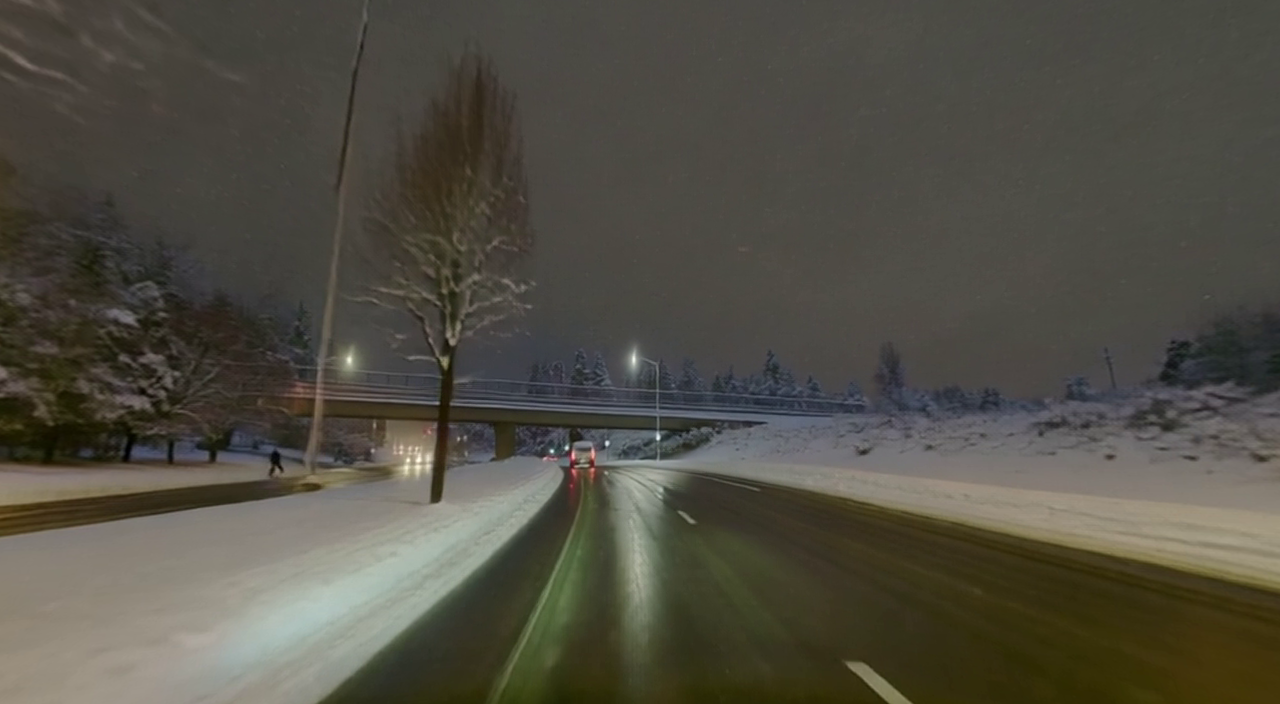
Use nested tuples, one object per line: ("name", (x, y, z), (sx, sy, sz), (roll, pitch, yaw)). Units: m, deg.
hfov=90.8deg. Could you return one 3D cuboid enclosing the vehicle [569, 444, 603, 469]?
("vehicle", (-4.104, 7.779, 47.160), (2.184, 1.713, 4.231), (1, -9, -9))
